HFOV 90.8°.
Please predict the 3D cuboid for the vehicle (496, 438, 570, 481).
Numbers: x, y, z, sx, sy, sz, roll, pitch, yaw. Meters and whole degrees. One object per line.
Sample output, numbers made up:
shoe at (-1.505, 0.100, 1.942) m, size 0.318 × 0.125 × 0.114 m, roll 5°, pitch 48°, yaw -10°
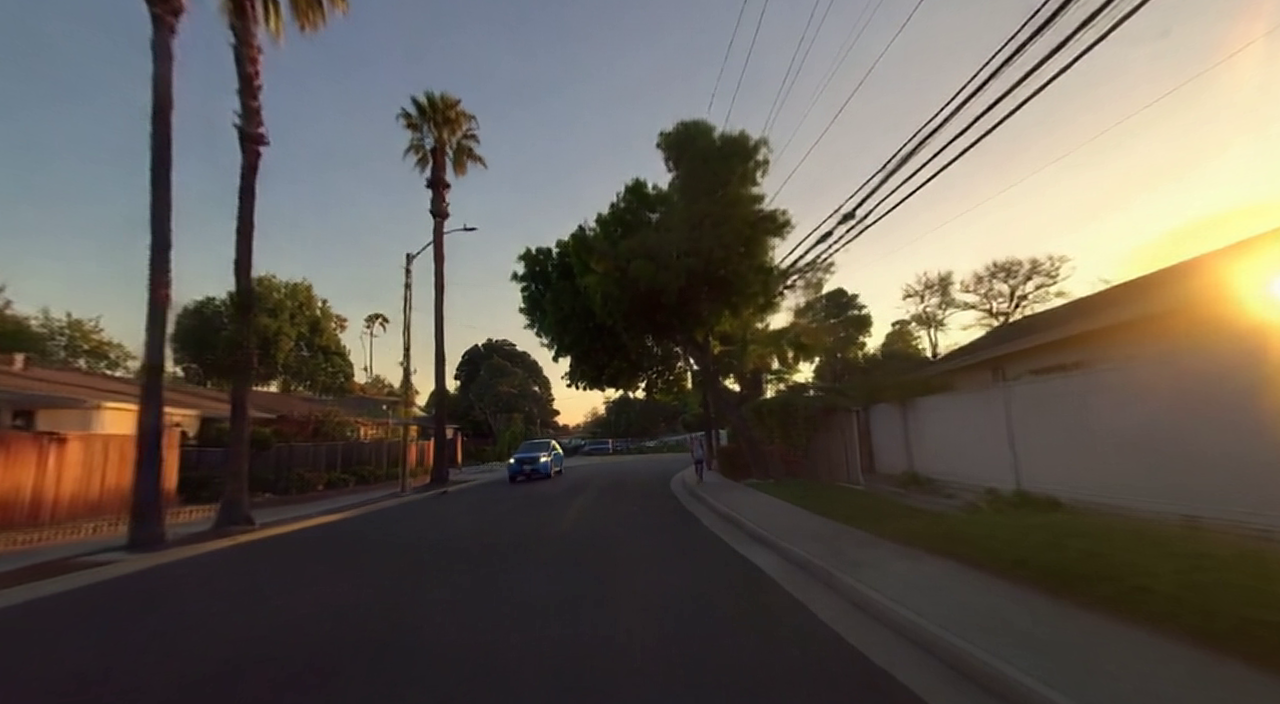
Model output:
vehicle at (-4.762, 4.867, 28.909) m, size 2.208 × 1.758 × 4.529 m, roll -1°, pitch -8°, yaw 6°
